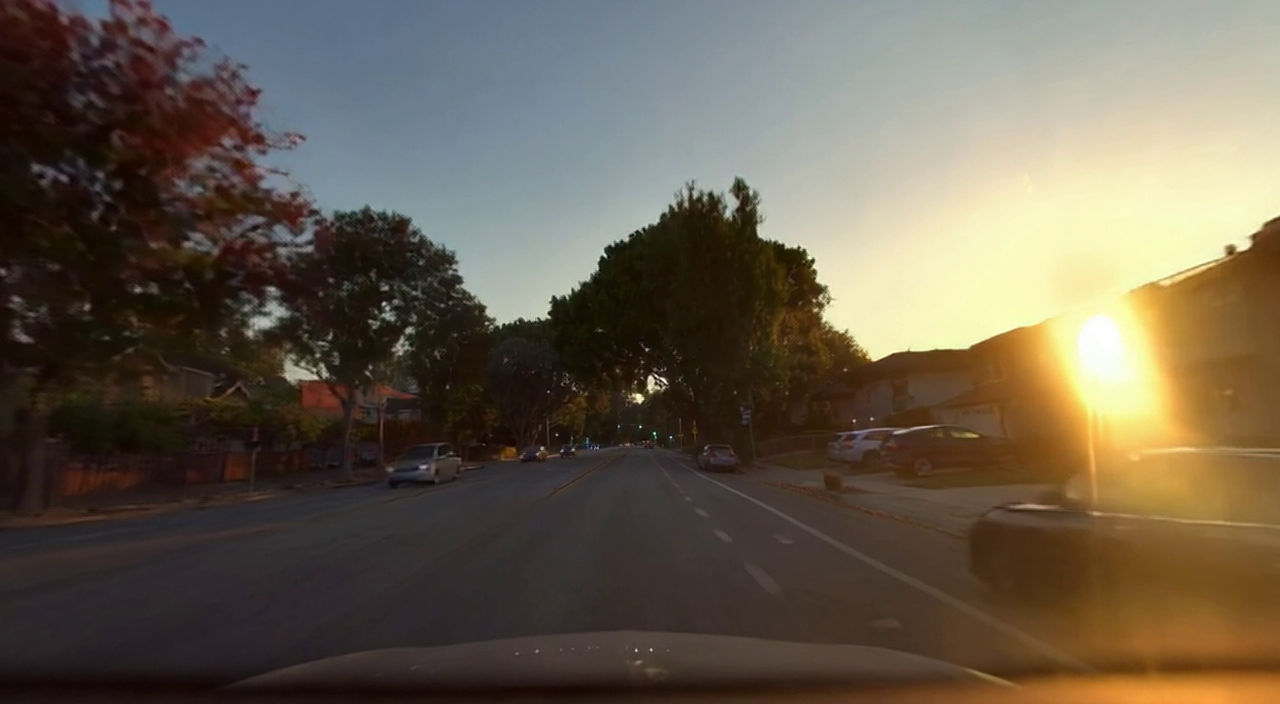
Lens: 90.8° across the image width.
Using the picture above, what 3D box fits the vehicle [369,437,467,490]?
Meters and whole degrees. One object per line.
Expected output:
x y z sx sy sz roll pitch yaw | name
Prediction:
-8.596 4.348 25.009 2.146 1.869 4.654 0 -8 0 | vehicle

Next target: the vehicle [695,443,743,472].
4.244 5.768 34.819 2.011 1.458 4.633 0 -8 -1 | vehicle

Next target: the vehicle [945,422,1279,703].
3.866 1.180 3.567 1.991 1.500 4.562 0 -8 0 | vehicle

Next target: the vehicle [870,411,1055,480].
10.741 3.170 21.311 4.964 1.739 2.184 -4 -10 -6 | vehicle
